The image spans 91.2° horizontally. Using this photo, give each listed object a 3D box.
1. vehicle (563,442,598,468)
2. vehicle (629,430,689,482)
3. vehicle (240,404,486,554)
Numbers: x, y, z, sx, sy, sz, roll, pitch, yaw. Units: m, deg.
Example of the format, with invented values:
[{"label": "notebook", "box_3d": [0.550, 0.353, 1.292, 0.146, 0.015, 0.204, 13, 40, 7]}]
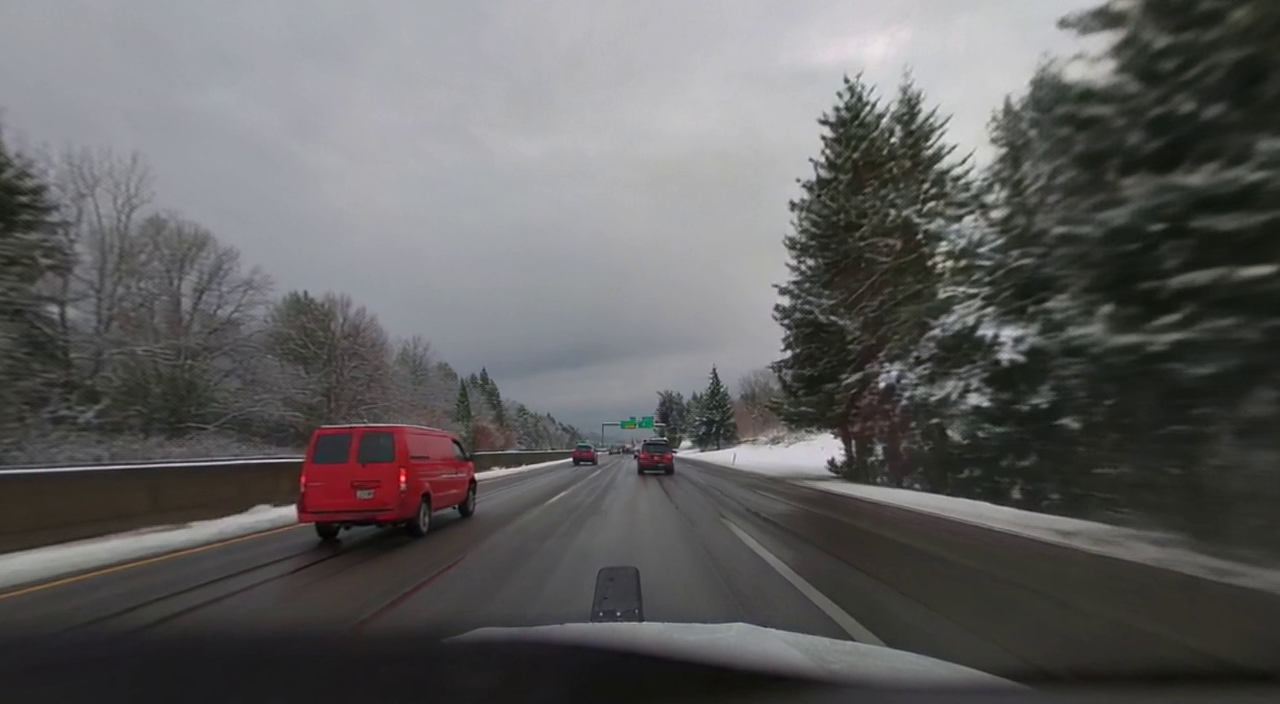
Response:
[{"label": "vehicle", "box_3d": [-4.082, 7.201, 43.955, 2.088, 1.688, 4.365, 0, -9, -1]}, {"label": "vehicle", "box_3d": [0.661, 4.297, 26.075, 2.179, 1.930, 4.538, 0, -9, -2]}, {"label": "vehicle", "box_3d": [-3.848, 1.846, 9.629, 2.021, 1.790, 3.907, 0, -9, -1]}]
